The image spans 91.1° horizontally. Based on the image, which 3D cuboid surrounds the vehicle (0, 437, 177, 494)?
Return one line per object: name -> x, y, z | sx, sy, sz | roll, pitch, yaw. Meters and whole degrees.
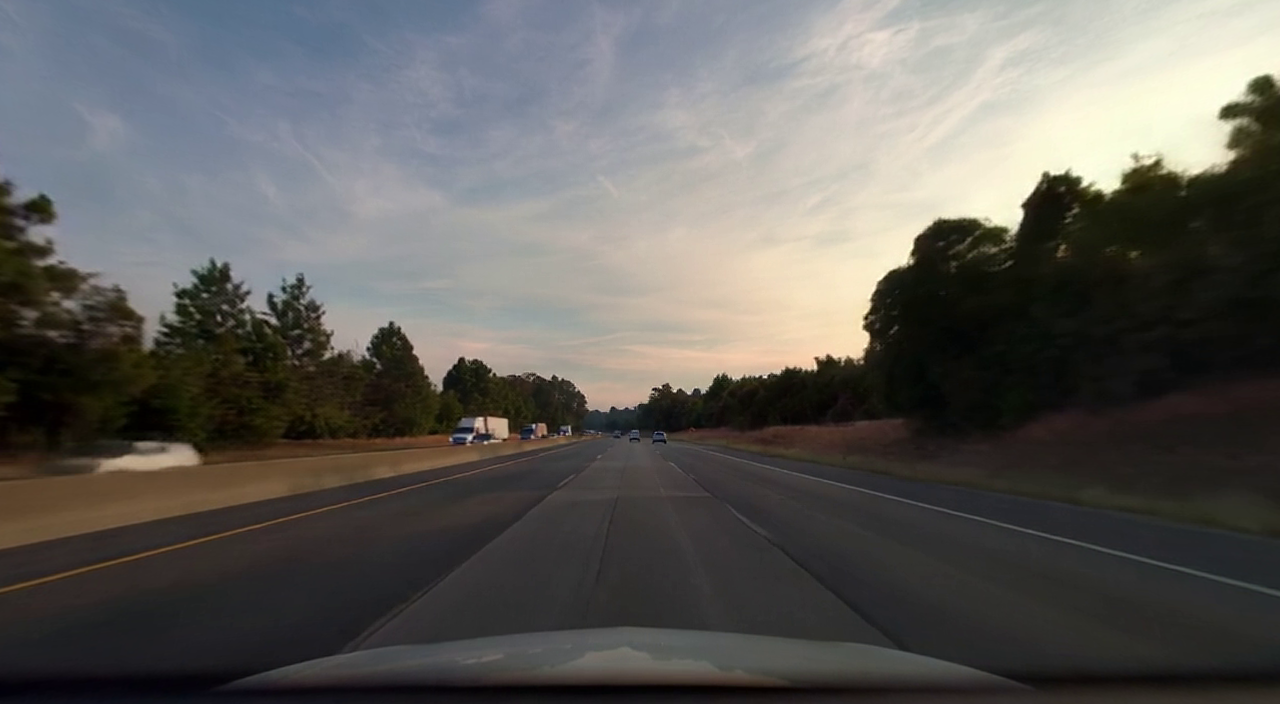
vehicle -> -16.774, 3.371, 19.249 | 1.855, 1.522, 4.394 | 0, -8, 0
